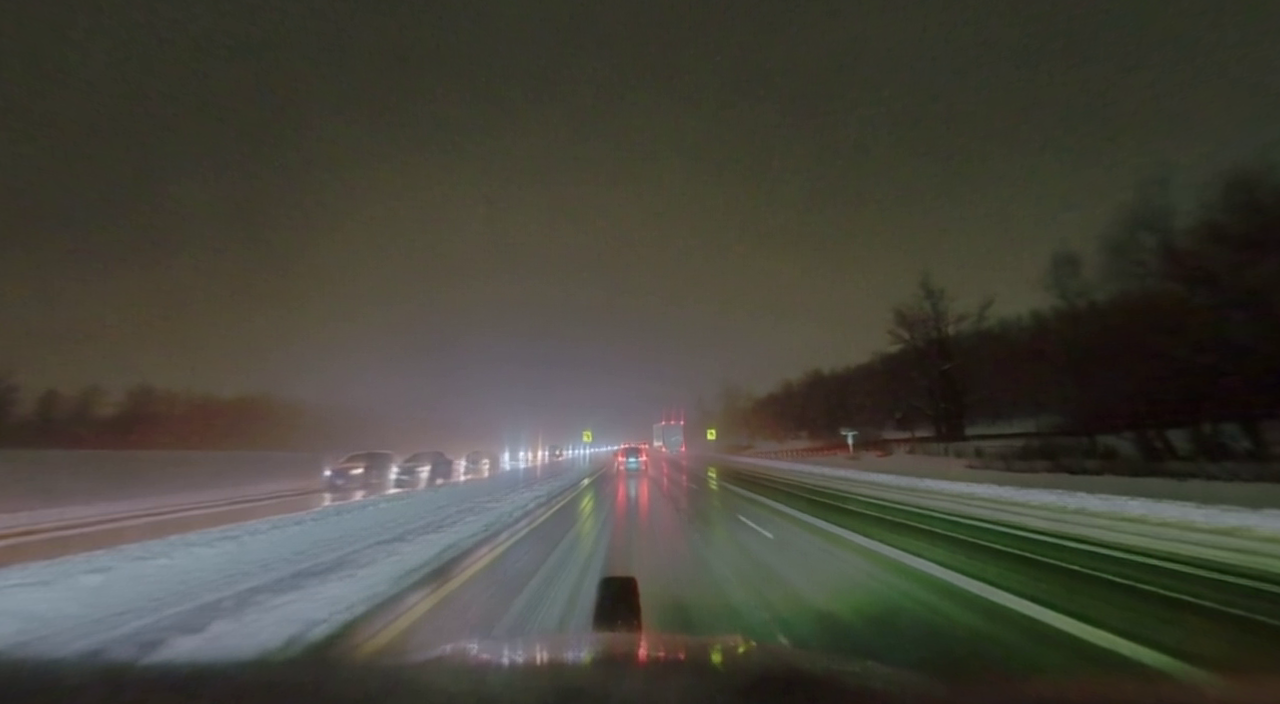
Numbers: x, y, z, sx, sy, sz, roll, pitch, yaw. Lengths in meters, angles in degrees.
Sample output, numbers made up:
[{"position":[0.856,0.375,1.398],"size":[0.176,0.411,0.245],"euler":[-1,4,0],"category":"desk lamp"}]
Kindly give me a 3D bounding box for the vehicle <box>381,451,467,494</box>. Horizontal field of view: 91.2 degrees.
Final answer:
[{"position":[-8.190,4.579,24.182],"size":[1.908,1.499,4.040],"euler":[0,-9,-1],"category":"vehicle"}]

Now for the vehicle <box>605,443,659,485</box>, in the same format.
[{"position":[-0.334,4.427,25.115],"size":[1.971,1.518,4.108],"euler":[0,-9,-1],"category":"vehicle"}]

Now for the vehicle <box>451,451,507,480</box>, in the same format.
[{"position":[-9.184,6.480,36.109],"size":[2.005,1.493,4.505],"euler":[0,-9,0],"category":"vehicle"}]

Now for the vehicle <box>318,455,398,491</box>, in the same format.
[{"position":[-13.751,5.898,30.897],"size":[1.892,1.533,4.532],"euler":[0,-9,-1],"category":"vehicle"}]
